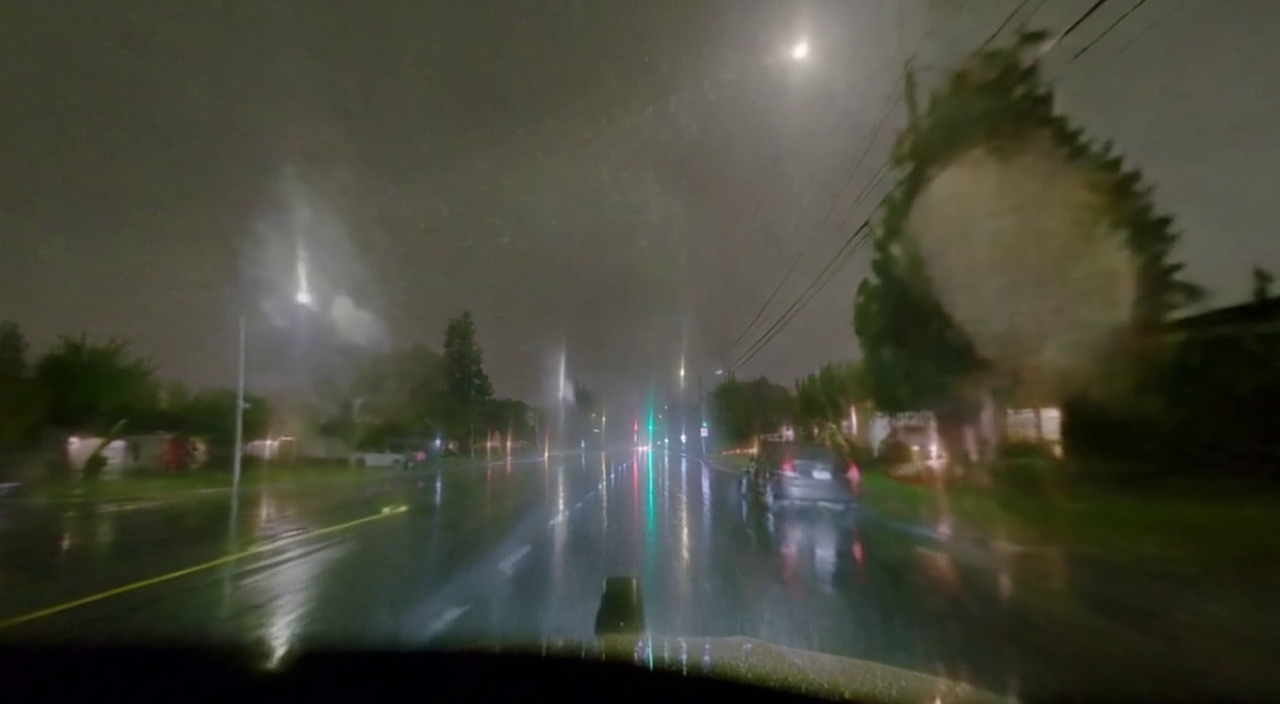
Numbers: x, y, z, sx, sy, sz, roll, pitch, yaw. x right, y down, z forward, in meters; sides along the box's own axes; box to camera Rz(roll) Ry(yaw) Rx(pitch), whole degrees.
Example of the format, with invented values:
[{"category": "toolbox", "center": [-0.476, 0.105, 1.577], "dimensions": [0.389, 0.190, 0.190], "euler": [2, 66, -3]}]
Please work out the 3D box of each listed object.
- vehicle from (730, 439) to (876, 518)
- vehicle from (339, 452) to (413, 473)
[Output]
[{"category": "vehicle", "center": [3.520, 2.833, 14.791], "dimensions": [2.037, 1.518, 4.904], "euler": [0, -8, -1]}, {"category": "vehicle", "center": [-18.751, 7.834, 44.926], "dimensions": [4.450, 1.409, 1.990], "euler": [6, -10, -34]}]
